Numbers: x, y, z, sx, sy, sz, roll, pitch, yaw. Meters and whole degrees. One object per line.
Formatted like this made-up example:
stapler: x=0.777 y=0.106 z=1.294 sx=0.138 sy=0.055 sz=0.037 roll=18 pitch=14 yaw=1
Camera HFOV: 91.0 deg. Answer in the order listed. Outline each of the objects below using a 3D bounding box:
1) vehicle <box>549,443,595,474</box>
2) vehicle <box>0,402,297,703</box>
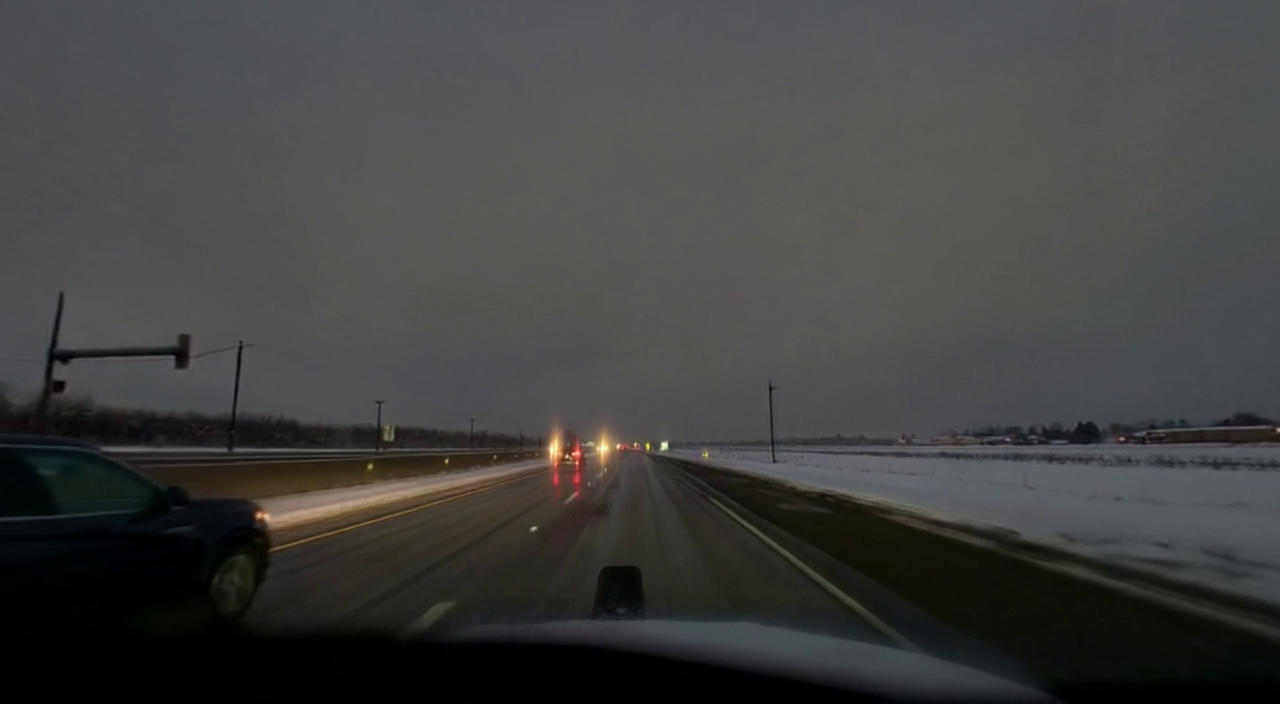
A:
vehicle: x=-3.907 y=6.176 z=36.758 sx=2.133 sy=1.683 sz=4.340 roll=1 pitch=-9 yaw=0
vehicle: x=-3.938 y=1.034 z=2.974 sx=2.195 sy=1.573 sz=4.176 roll=0 pitch=-9 yaw=1
